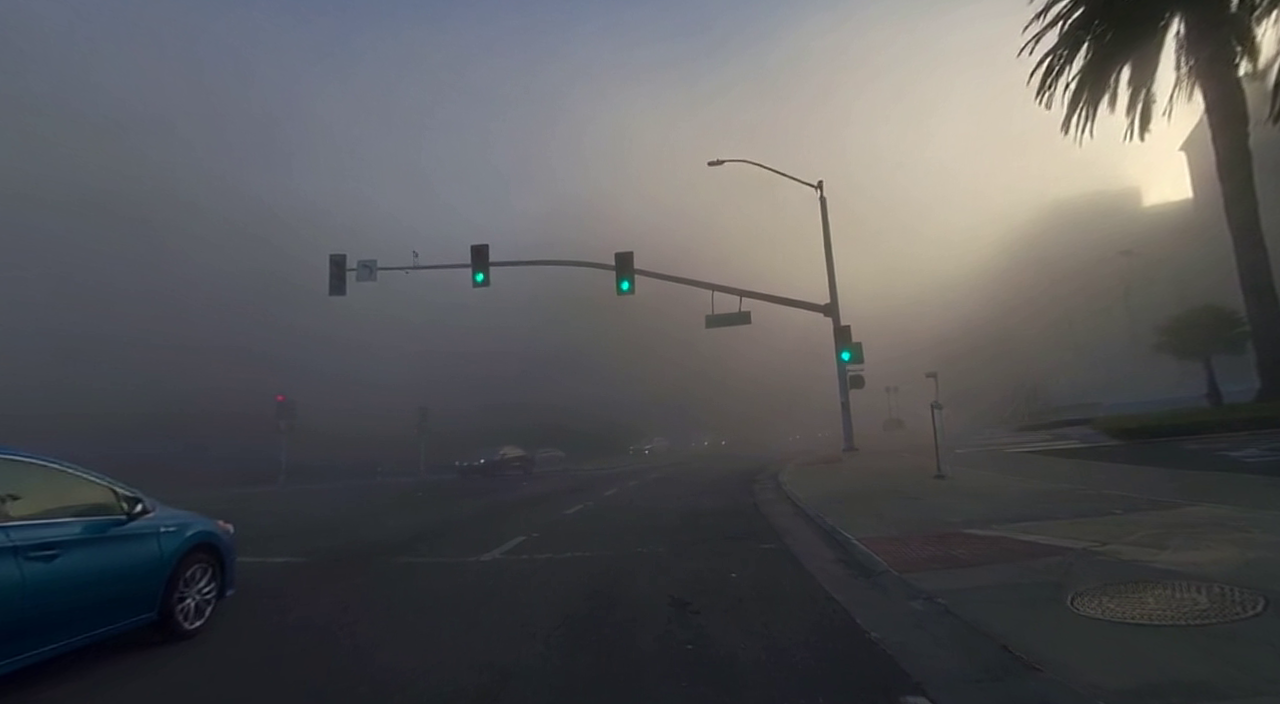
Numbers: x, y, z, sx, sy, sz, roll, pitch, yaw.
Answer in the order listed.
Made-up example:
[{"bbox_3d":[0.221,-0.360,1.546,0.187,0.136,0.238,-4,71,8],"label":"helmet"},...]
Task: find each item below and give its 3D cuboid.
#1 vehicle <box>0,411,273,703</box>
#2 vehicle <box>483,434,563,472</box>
[{"bbox_3d":[-3.322,0.871,1.640,2.071,1.482,4.446,0,-9,0],"label":"vehicle"},{"bbox_3d":[-5.863,5.162,32.370,2.181,1.792,4.648,-3,-9,16],"label":"vehicle"}]
